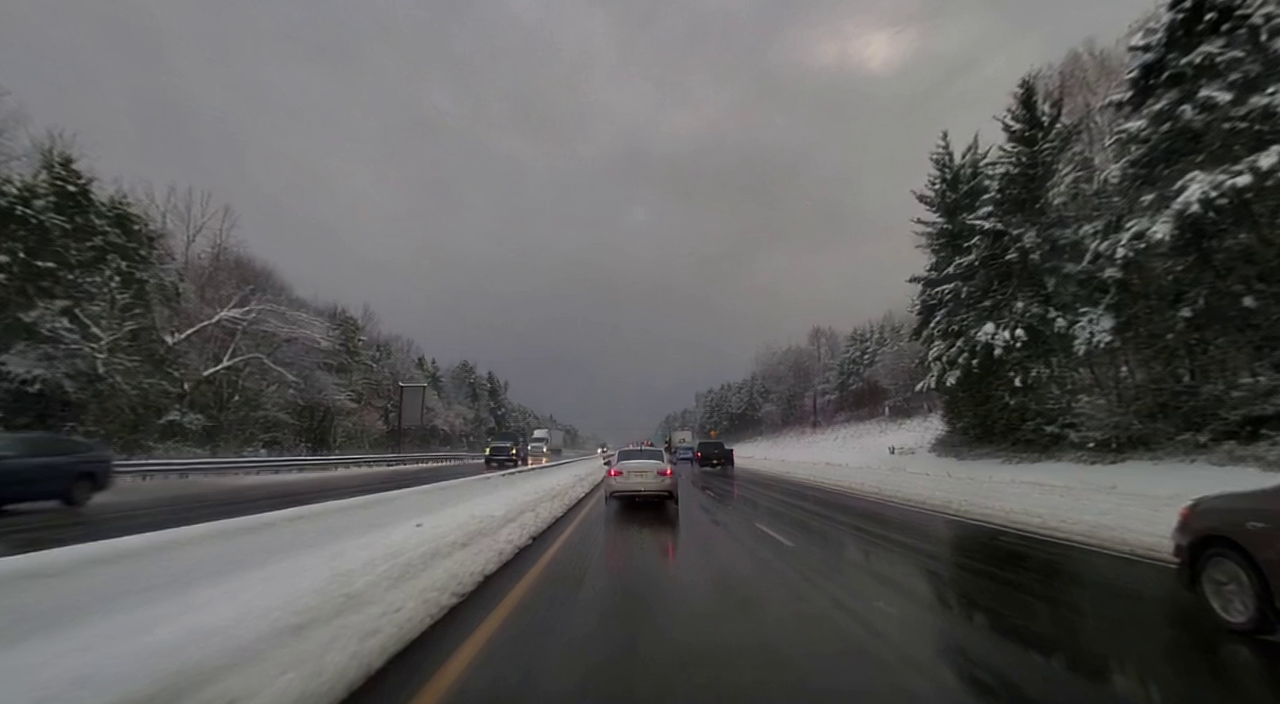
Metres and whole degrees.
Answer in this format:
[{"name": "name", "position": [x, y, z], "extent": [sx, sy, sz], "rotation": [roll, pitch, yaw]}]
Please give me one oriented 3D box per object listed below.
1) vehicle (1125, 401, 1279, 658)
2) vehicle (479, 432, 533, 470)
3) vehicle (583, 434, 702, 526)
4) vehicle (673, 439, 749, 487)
[{"name": "vehicle", "position": [4.777, 0.915, 2.842], "extent": [1.931, 1.516, 3.995], "rotation": [0, -9, 0]}, {"name": "vehicle", "position": [-9.288, 6.949, 44.261], "extent": [2.512, 2.475, 5.406], "rotation": [-1, -9, 1]}, {"name": "vehicle", "position": [0.019, 2.534, 12.910], "extent": [2.088, 1.580, 3.657], "rotation": [0, -9, -1]}, {"name": "vehicle", "position": [2.532, 4.091, 23.383], "extent": [1.999, 1.596, 3.990], "rotation": [0, -9, -5]}]
